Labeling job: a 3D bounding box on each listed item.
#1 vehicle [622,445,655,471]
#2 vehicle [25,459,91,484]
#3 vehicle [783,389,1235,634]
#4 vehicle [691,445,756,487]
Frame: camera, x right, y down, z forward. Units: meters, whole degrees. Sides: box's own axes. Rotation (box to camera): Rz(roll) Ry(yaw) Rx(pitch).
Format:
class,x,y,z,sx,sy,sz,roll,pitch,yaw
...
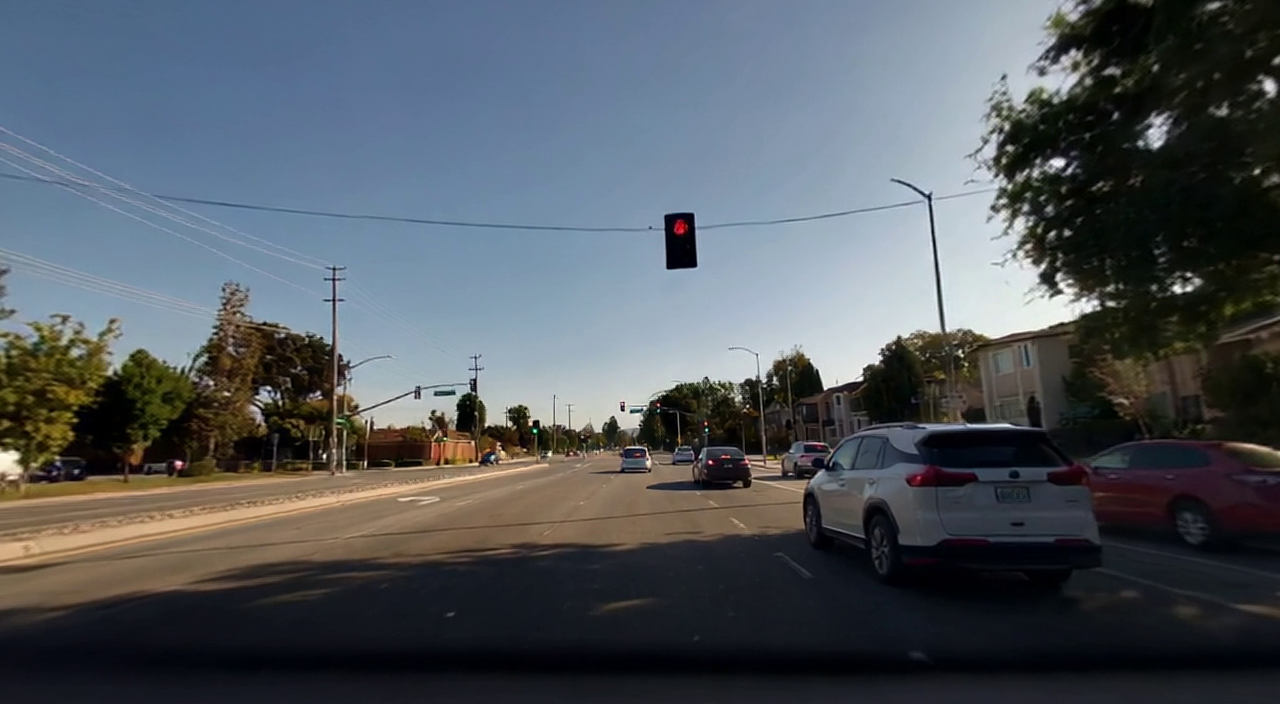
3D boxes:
class,x,y,z,sx,sy,sz,roll,pitch,yaw
vehicle,-0.131,7.263,43.330,2.146,1.685,4.003,0,-9,0
vehicle,-38.337,7.840,41.431,4.260,1.501,1.892,-5,-10,30
vehicle,3.208,1.506,6.938,2.129,1.761,4.610,0,-9,0
vehicle,3.086,4.322,24.105,1.889,1.451,4.180,0,-9,-1
